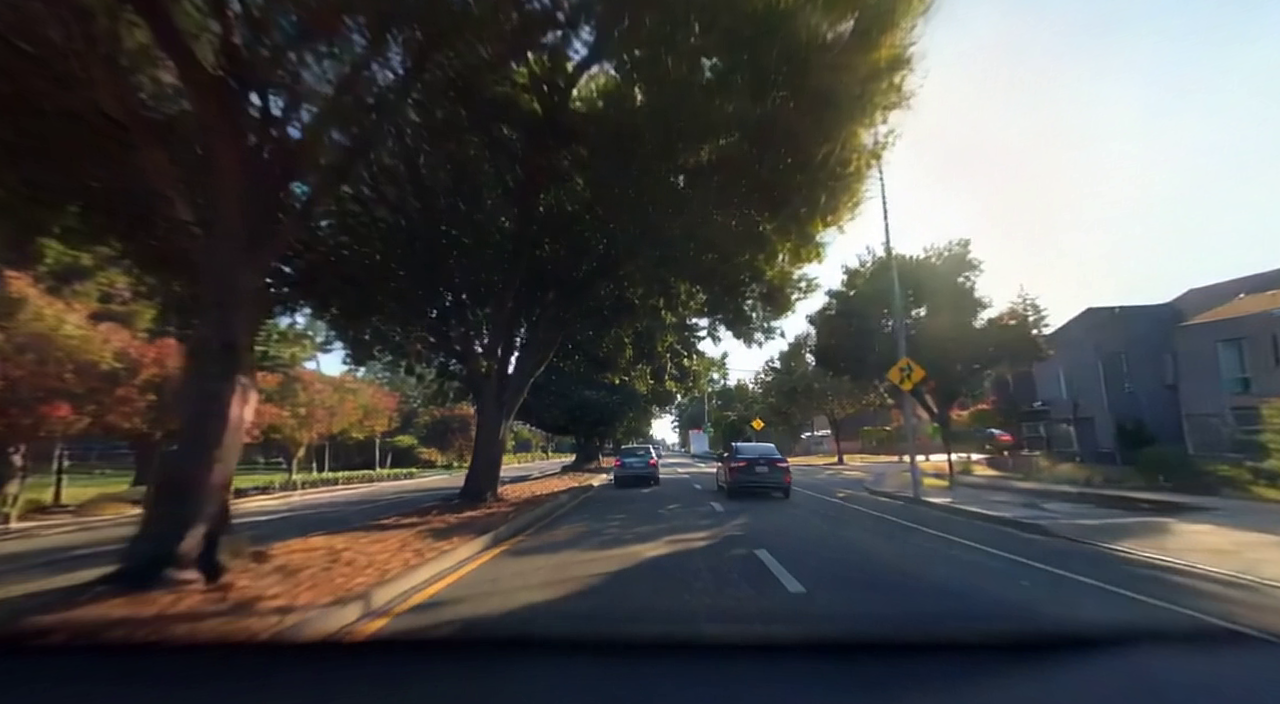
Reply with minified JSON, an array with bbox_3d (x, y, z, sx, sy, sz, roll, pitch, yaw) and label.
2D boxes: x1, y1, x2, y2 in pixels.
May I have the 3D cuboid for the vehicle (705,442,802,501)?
[{"bbox_3d":[3.044,3.290,17.789,2.065,1.456,4.099,0,-8,1],"label":"vehicle"}]

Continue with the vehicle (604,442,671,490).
[{"bbox_3d":[0.007,3.813,21.493,2.030,1.467,4.403,0,-8,2],"label":"vehicle"}]

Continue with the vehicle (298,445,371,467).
[{"bbox_3d":[-23.025,7.835,47.577,4.460,1.653,1.929,0,-8,1],"label":"vehicle"}]
